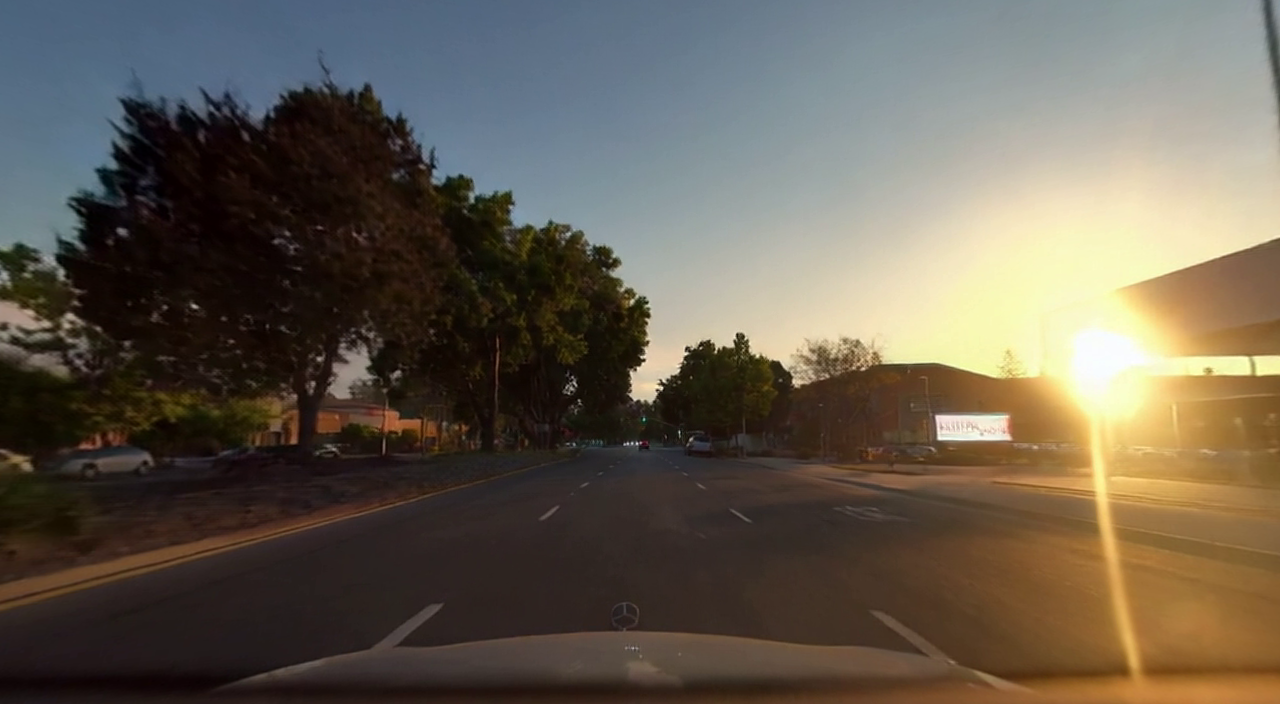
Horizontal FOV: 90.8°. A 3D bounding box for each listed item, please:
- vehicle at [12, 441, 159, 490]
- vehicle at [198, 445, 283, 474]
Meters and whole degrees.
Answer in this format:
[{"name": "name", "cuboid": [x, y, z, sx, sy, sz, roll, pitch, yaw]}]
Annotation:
[{"name": "vehicle", "cuboid": [-22.522, 4.632, 25.942, 1.902, 1.609, 4.689, -6, -9, -1]}, {"name": "vehicle", "cuboid": [-22.513, 6.061, 35.809, 1.771, 1.524, 4.592, -1, -8, 1]}]
